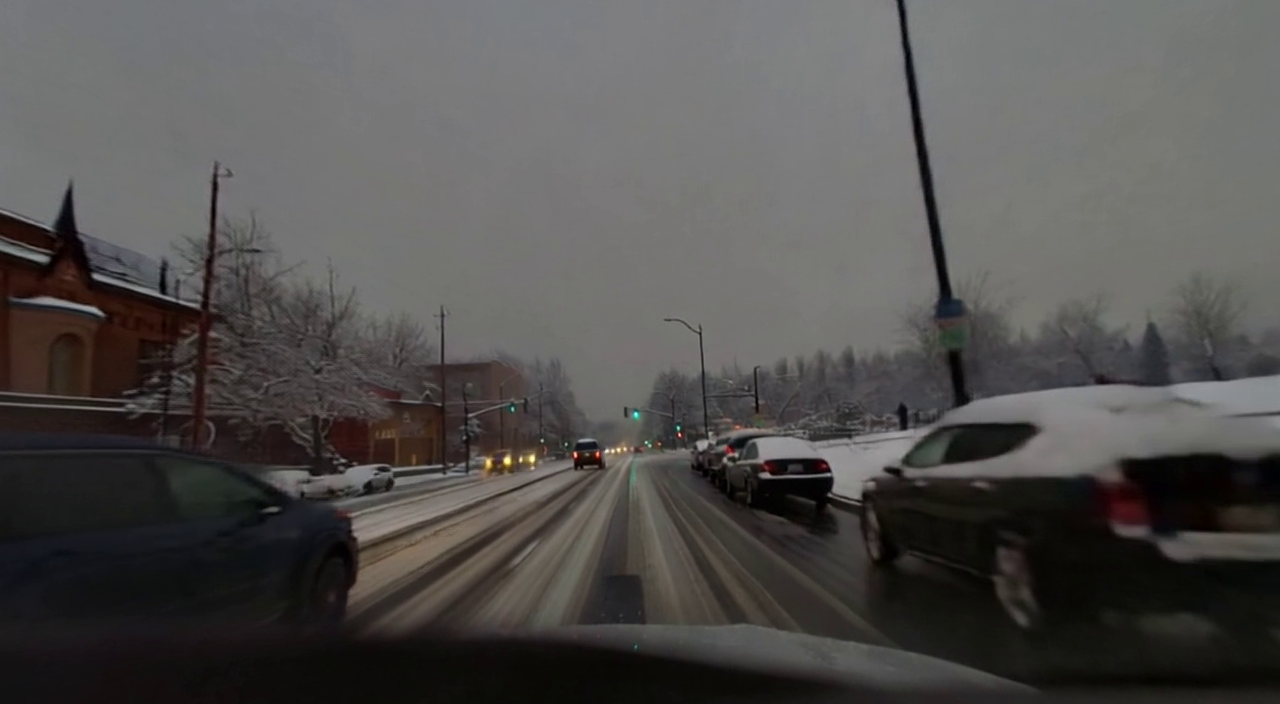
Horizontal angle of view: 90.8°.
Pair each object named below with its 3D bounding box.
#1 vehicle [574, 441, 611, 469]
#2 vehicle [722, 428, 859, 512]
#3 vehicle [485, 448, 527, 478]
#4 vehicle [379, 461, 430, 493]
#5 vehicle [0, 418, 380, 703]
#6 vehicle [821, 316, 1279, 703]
[{"bbox_3d":[-3.409,7.484,46.081,2.293,1.936,4.737,0,-8,0],"label":"vehicle"},{"bbox_3d":[3.329,2.735,15.076,2.206,1.664,4.578,-1,-9,1],"label":"vehicle"},{"bbox_3d":[-9.040,7.531,43.012,1.965,1.868,4.012,0,-8,0],"label":"vehicle"},{"bbox_3d":[-15.762,8.344,42.569,1.914,1.876,4.726,-1,-9,-4],"label":"vehicle"},{"bbox_3d":[-3.295,1.145,3.077,2.089,1.547,4.635,0,-8,0],"label":"vehicle"},{"bbox_3d":[3.471,1.137,5.494,2.207,1.886,5.128,0,-9,0],"label":"vehicle"}]
